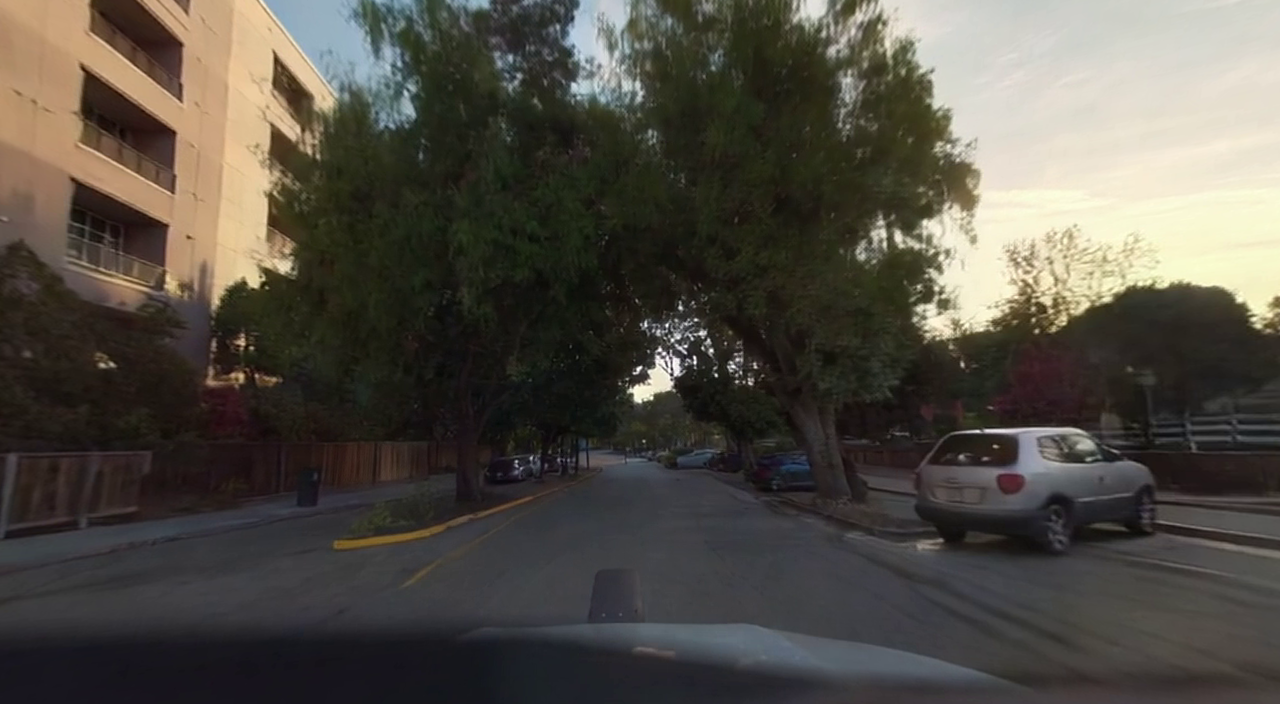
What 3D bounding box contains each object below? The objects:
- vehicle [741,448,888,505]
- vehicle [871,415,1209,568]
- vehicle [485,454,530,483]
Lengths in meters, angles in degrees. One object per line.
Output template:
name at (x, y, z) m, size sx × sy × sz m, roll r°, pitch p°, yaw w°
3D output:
vehicle at (5.144, 3.588, 18.648) m, size 3.752 × 1.494 × 2.083 m, roll 5°, pitch -10°, yaw -29°
vehicle at (6.474, 2.015, 10.169) m, size 5.061 × 1.829 × 2.274 m, roll 2°, pitch -9°, yaw -29°
vehicle at (-8.776, 7.736, 42.204) m, size 2.172 × 1.707 × 4.273 m, roll 0°, pitch -9°, yaw -1°
